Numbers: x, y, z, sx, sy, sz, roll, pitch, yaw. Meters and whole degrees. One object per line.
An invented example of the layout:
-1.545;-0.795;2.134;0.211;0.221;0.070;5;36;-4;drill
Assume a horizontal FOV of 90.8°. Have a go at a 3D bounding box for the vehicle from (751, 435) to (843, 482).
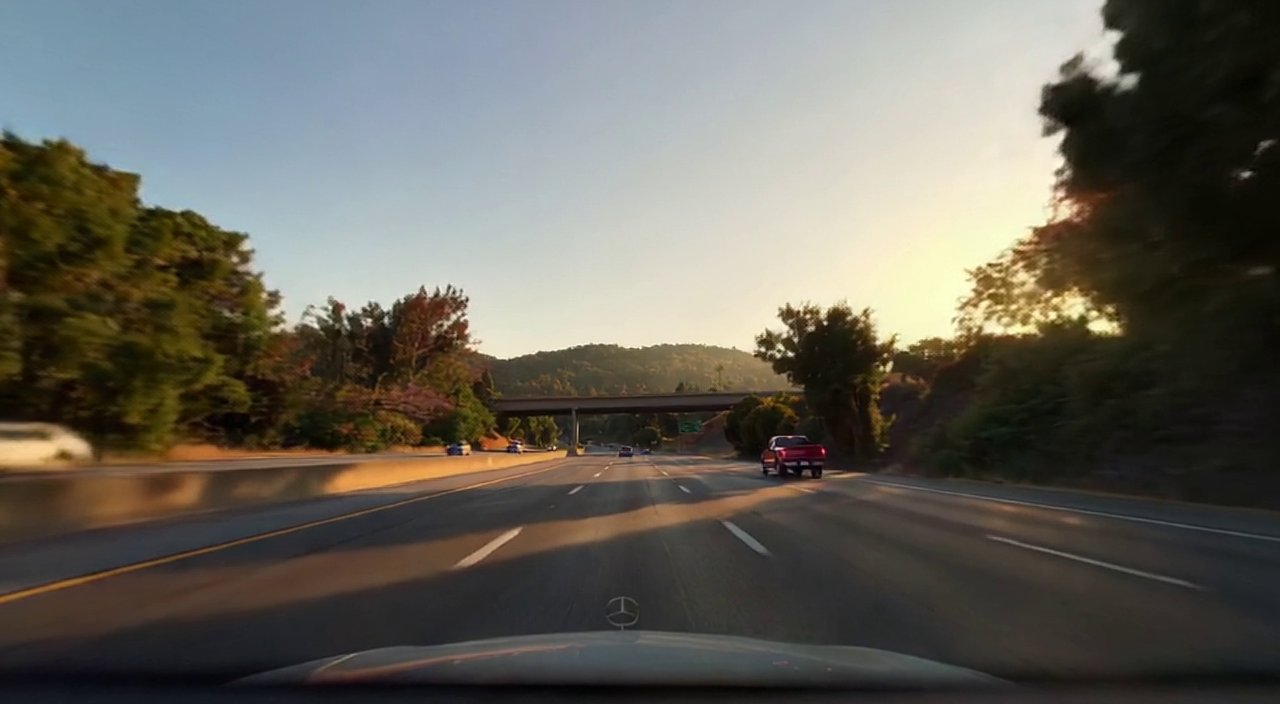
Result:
6.747;4.688;28.015;2.395;1.819;6.086;0;-9;-1;vehicle
